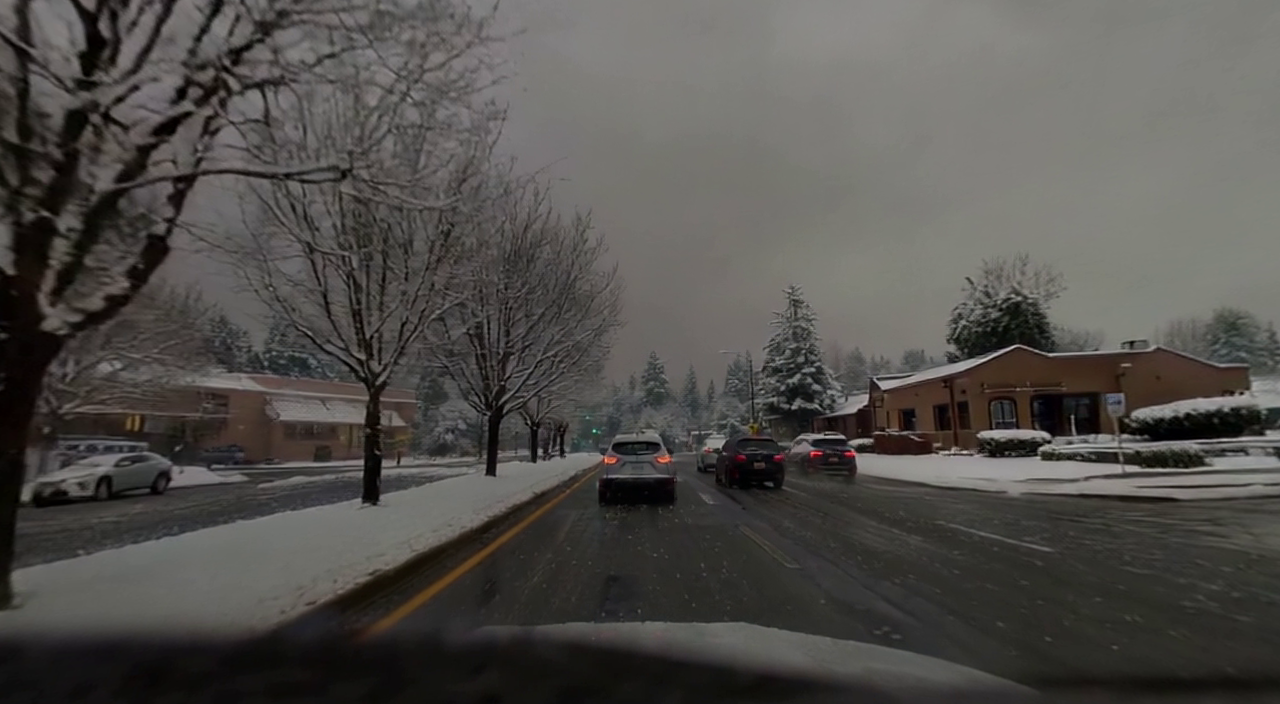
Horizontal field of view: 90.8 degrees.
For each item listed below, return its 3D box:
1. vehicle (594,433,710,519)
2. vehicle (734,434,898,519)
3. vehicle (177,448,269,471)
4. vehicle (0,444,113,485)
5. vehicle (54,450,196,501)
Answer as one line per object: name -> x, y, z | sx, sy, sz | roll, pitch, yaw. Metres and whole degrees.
vehicle -> 0.213, 2.469, 13.063 | 2.052, 1.488, 3.779 | 0, -9, 0
vehicle -> 3.435, 2.532, 13.459 | 2.124, 1.476, 4.730 | 0, -9, 0
vehicle -> -28.023, 7.217, 42.581 | 4.736, 1.491, 2.042 | 0, -8, -2
vehicle -> -27.454, 5.151, 29.056 | 4.494, 1.792, 2.037 | 0, -8, 0
vehicle -> -19.114, 4.548, 23.721 | 1.903, 1.706, 3.994 | 0, -9, 0
